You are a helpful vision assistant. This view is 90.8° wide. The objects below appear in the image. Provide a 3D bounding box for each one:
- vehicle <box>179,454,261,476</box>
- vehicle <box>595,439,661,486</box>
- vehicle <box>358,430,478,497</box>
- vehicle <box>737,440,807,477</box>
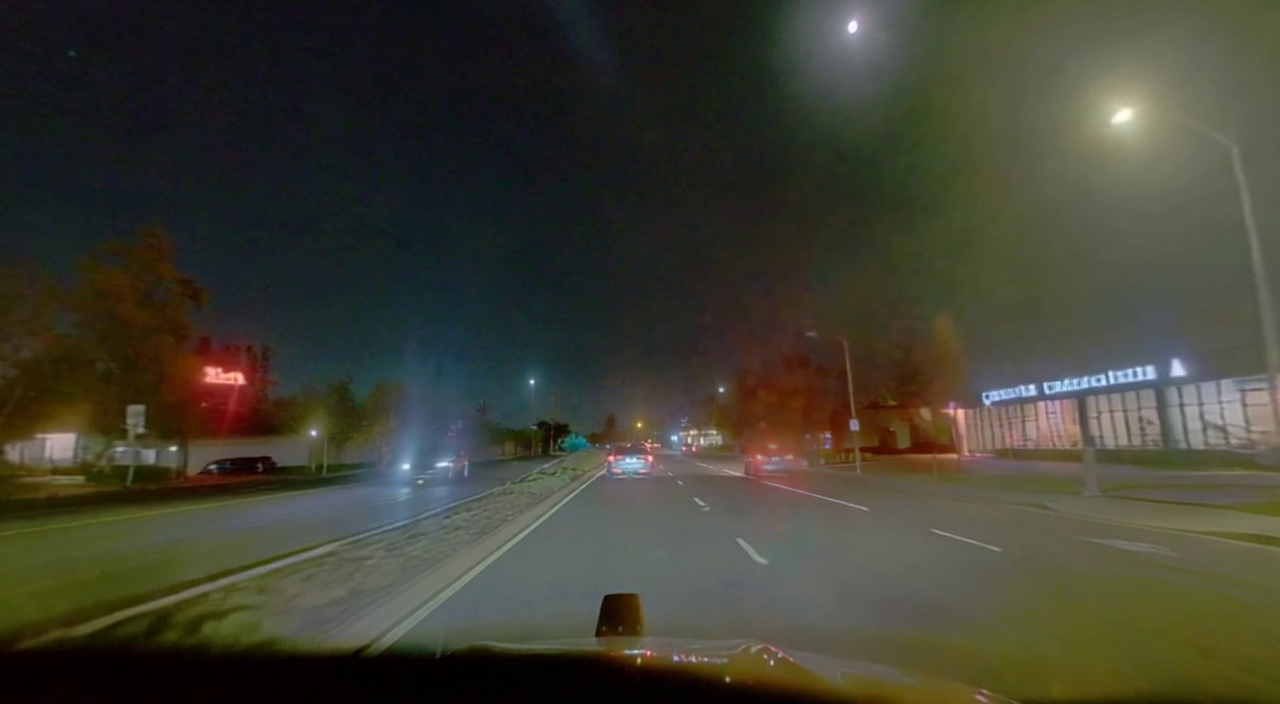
[{"bbox_3d":[-30.958,8.347,46.652,4.544,1.533,2.026,0,-9,0],"label":"vehicle"},{"bbox_3d":[-0.393,3.864,22.350,2.106,1.496,3.964,0,-9,0],"label":"vehicle"},{"bbox_3d":[-6.320,3.232,18.605,2.156,1.702,4.379,1,-9,-4],"label":"vehicle"},{"bbox_3d":[6.239,5.082,30.445,2.244,1.618,4.585,0,-9,-2],"label":"vehicle"}]
